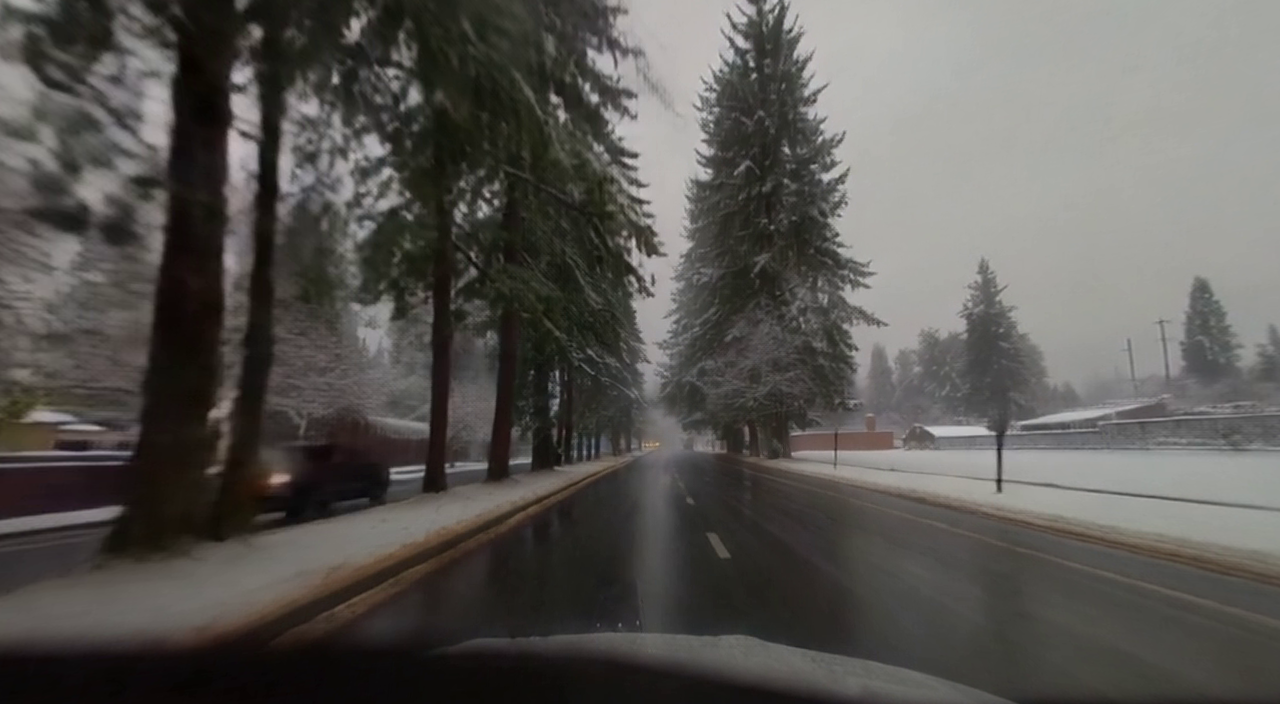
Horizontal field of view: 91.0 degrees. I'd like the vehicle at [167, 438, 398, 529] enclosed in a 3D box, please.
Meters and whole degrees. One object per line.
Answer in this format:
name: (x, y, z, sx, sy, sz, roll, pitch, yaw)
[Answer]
vehicle: (-7.228, 2.668, 13.504, 2.000, 1.570, 4.808, -1, -8, 2)
